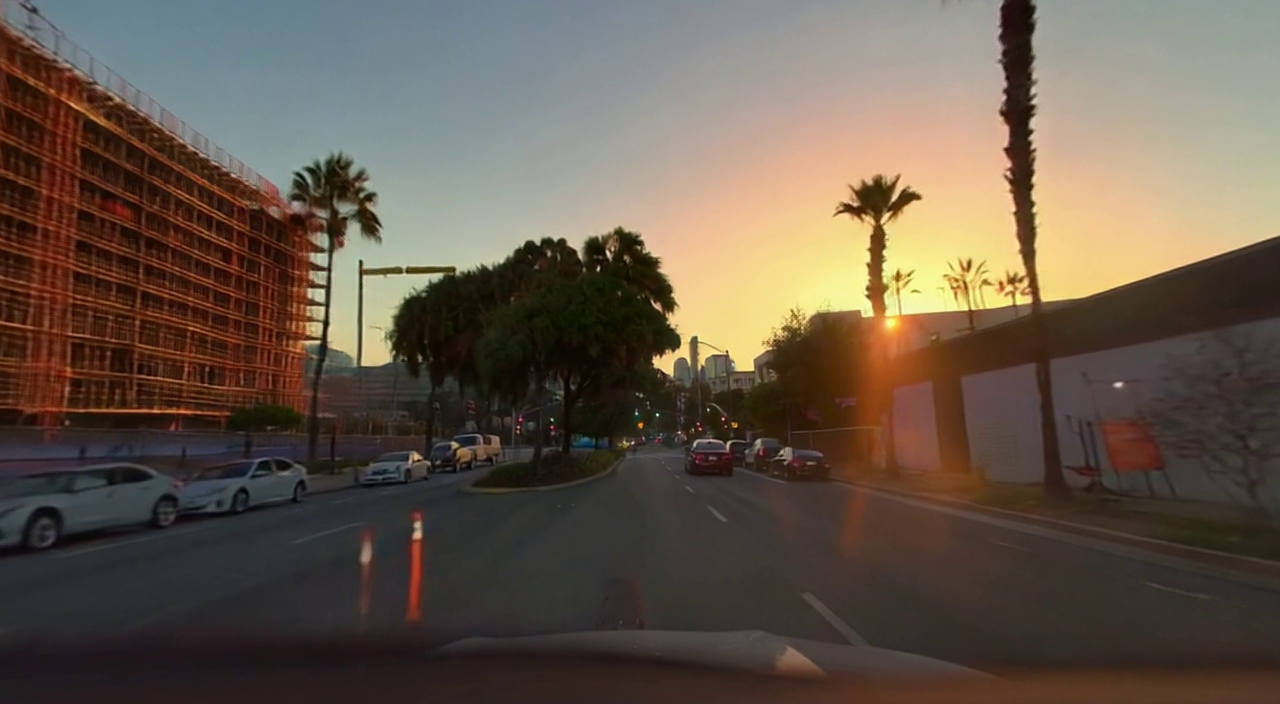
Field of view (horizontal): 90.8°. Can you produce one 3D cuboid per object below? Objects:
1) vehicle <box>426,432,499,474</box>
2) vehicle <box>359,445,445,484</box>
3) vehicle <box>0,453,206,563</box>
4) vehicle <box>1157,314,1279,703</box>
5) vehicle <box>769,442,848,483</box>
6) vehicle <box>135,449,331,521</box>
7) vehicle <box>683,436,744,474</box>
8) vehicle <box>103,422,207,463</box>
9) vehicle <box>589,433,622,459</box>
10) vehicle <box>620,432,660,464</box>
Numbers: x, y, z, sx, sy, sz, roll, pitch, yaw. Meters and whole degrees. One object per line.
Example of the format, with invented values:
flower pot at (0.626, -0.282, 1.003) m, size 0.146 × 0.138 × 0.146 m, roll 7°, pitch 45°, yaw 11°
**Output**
vehicle at (-9.996, 5.806, 36.147) m, size 2.294 × 1.948 × 6.025 m, roll -6°, pitch -10°, yaw 0°
vehicle at (-9.942, 4.720, 26.853) m, size 1.804 × 1.478 × 4.734 m, roll 0°, pitch -8°, yaw 0°
vehicle at (-9.723, 2.457, 10.602) m, size 1.826 × 1.445 × 4.325 m, roll 0°, pitch -8°, yaw 0°
vehicle at (3.044, 0.462, 0.247) m, size 1.953 × 1.687 × 4.344 m, roll 0°, pitch -8°, yaw 0°
vehicle at (6.460, 4.259, 24.752) m, size 1.819 × 1.435 × 4.337 m, roll 0°, pitch -8°, yaw -1°
vehicle at (-9.669, 3.136, 15.575) m, size 1.821 × 1.448 × 4.591 m, roll 0°, pitch -8°, yaw -1°
vehicle at (3.091, 4.426, 27.234) m, size 1.999 × 1.487 × 3.939 m, roll 0°, pitch -8°, yaw -2°
vehicle at (-20.093, 3.775, 26.181) m, size 3.575 × 1.571 × 1.912 m, roll -5°, pitch -9°, yaw 26°
vehicle at (-2.611, 7.270, 48.930) m, size 2.180 × 1.879 × 4.452 m, roll 0°, pitch -8°, yaw 1°
vehicle at (0.009, 5.715, 37.704) m, size 2.264 × 1.798 × 4.258 m, roll 0°, pitch -8°, yaw 0°
